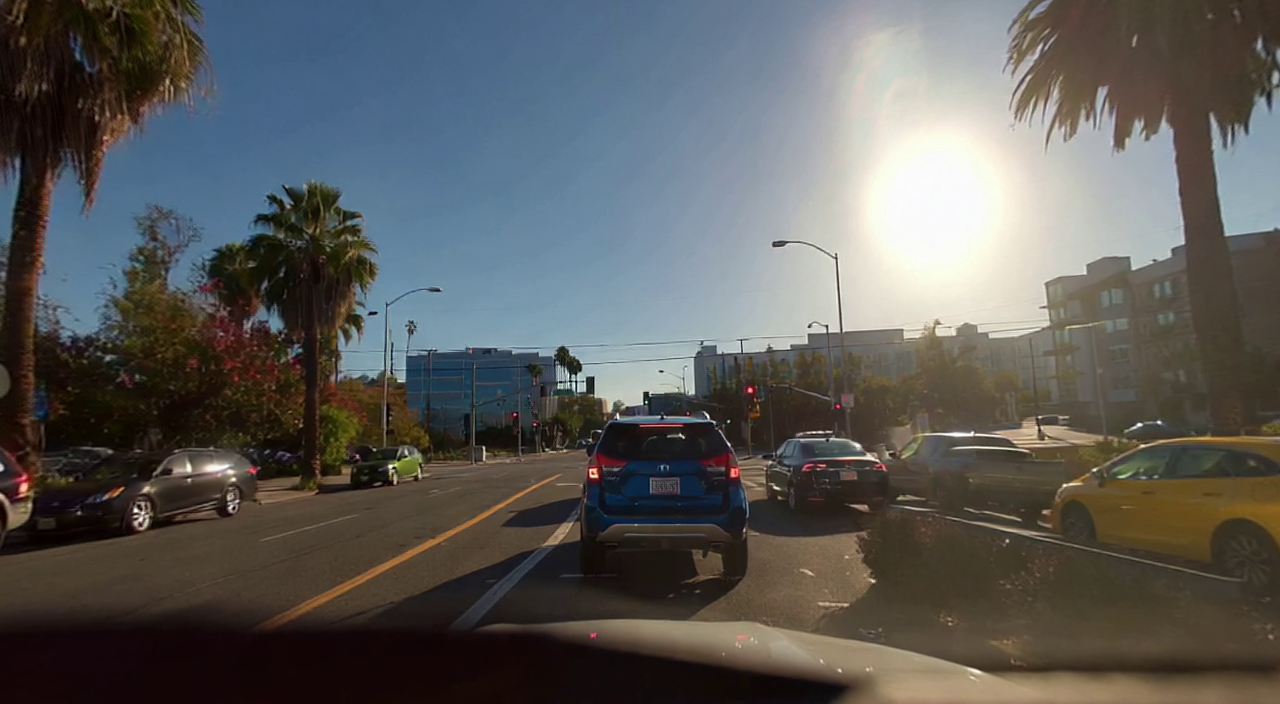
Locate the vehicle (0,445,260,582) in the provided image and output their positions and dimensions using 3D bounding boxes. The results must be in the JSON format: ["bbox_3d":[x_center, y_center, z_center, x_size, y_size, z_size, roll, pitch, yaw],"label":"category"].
[{"bbox_3d":[-9.585,2.800,11.841,2.054,1.467,4.595,-3,-2,1],"label":"vehicle"}]

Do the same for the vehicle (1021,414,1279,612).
[{"bbox_3d":[6.441,1.601,6.937,1.935,1.672,4.139,0,-8,1],"label":"vehicle"}]

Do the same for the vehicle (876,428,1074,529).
[{"bbox_3d":[6.665,2.524,13.241,1.930,1.736,4.329,-1,-8,3],"label":"vehicle"}]

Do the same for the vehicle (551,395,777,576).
[{"bbox_3d":[0.256,1.656,8.556,2.264,1.798,4.258,0,-8,0],"label":"vehicle"}]

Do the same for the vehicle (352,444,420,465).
[{"bbox_3d":[-18.649,7.521,46.596,1.759,1.457,4.297,-7,-11,37],"label":"vehicle"}]

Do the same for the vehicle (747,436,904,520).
[{"bbox_3d":[3.702,2.581,13.565,2.021,1.480,4.402,0,-8,0],"label":"vehicle"}]
